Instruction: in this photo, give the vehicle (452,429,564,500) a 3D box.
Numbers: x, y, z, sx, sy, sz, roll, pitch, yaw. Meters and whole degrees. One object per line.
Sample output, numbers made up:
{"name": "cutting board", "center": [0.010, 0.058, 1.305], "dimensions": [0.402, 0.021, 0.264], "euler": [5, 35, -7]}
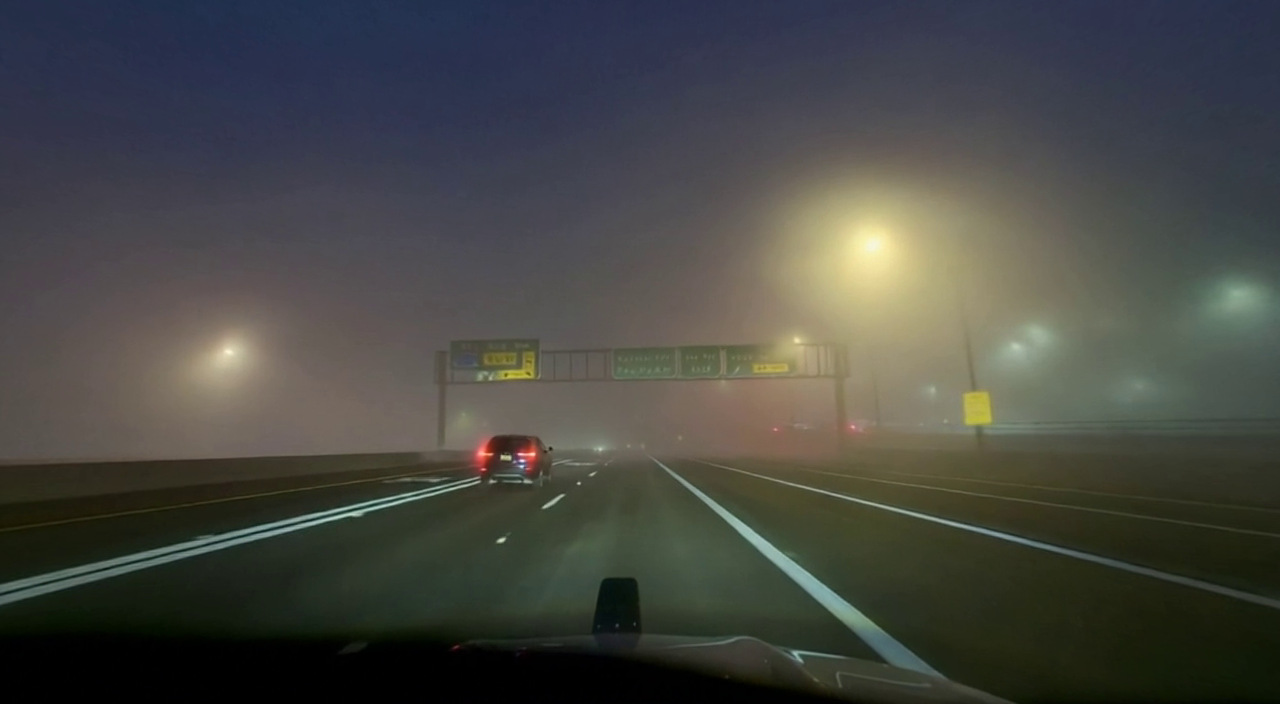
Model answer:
{"name": "vehicle", "center": [-3.457, 3.038, 17.537], "dimensions": [2.178, 1.699, 4.321], "euler": [0, -8, 0]}
